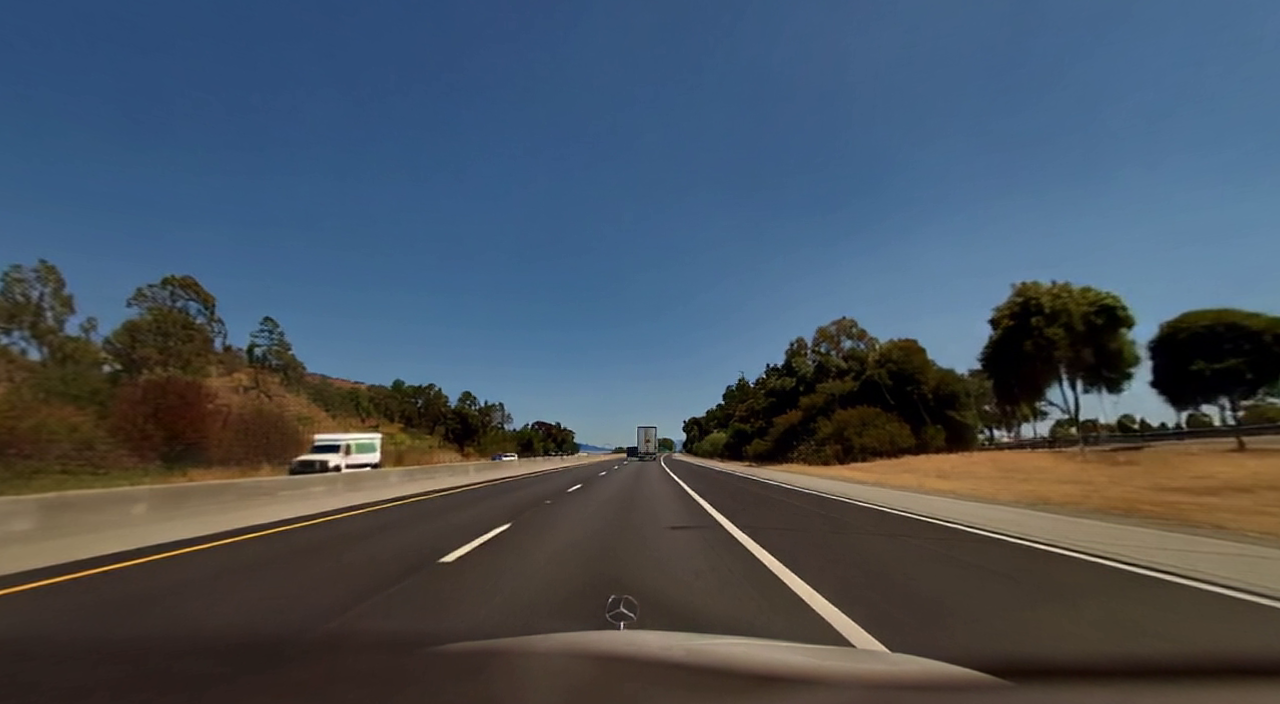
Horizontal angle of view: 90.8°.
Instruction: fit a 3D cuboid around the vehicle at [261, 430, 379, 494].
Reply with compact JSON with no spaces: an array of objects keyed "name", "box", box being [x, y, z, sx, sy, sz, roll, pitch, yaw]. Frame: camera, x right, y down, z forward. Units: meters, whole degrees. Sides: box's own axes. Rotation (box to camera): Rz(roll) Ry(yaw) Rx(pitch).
[{"name":"vehicle","box":[-17.199,5.973,34.545,2.734,3.128,6.814,0,-9,1]}]
